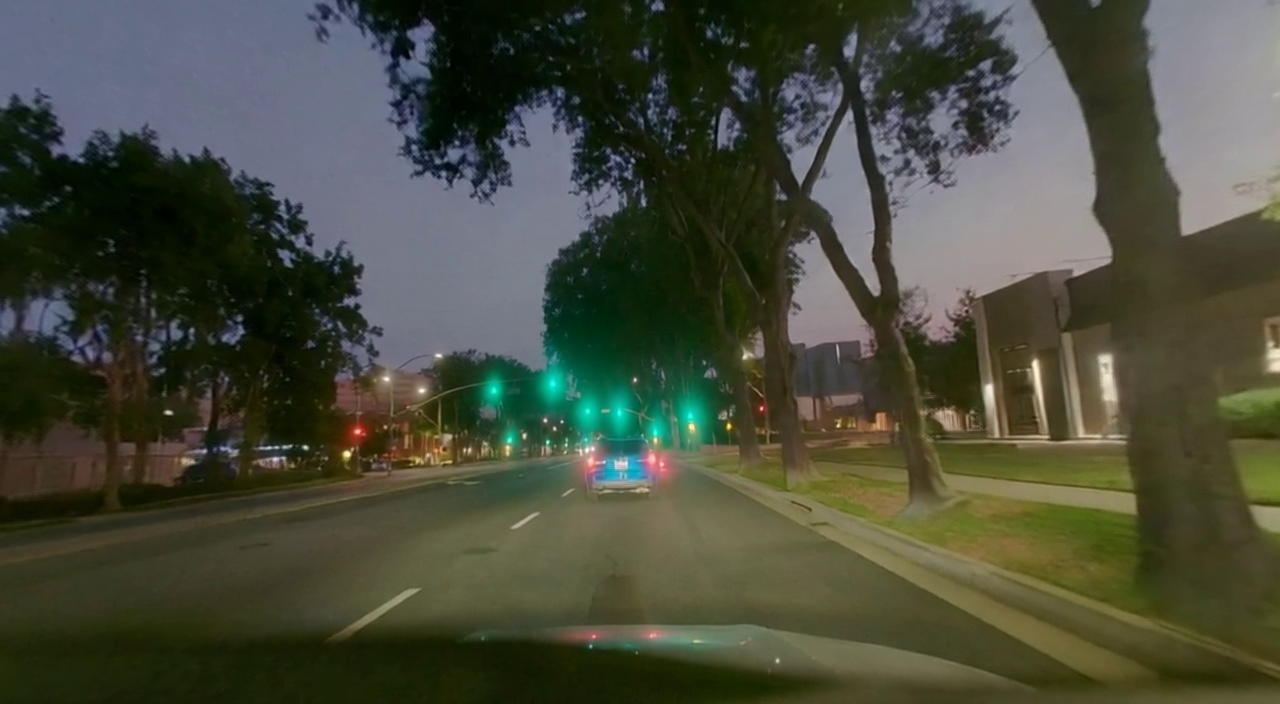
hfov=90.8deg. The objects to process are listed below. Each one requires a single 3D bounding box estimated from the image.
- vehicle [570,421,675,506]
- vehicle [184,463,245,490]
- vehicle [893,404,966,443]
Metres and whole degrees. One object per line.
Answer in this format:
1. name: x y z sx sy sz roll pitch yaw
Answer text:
1. vehicle: -0.385 2.564 14.924 2.136 1.703 3.910 0 -8 -1
2. vehicle: -28.628 8.380 42.635 1.771 1.435 4.144 -6 -9 -9
3. vehicle: 16.300 4.133 35.878 2.039 1.990 5.111 -1 -8 4
